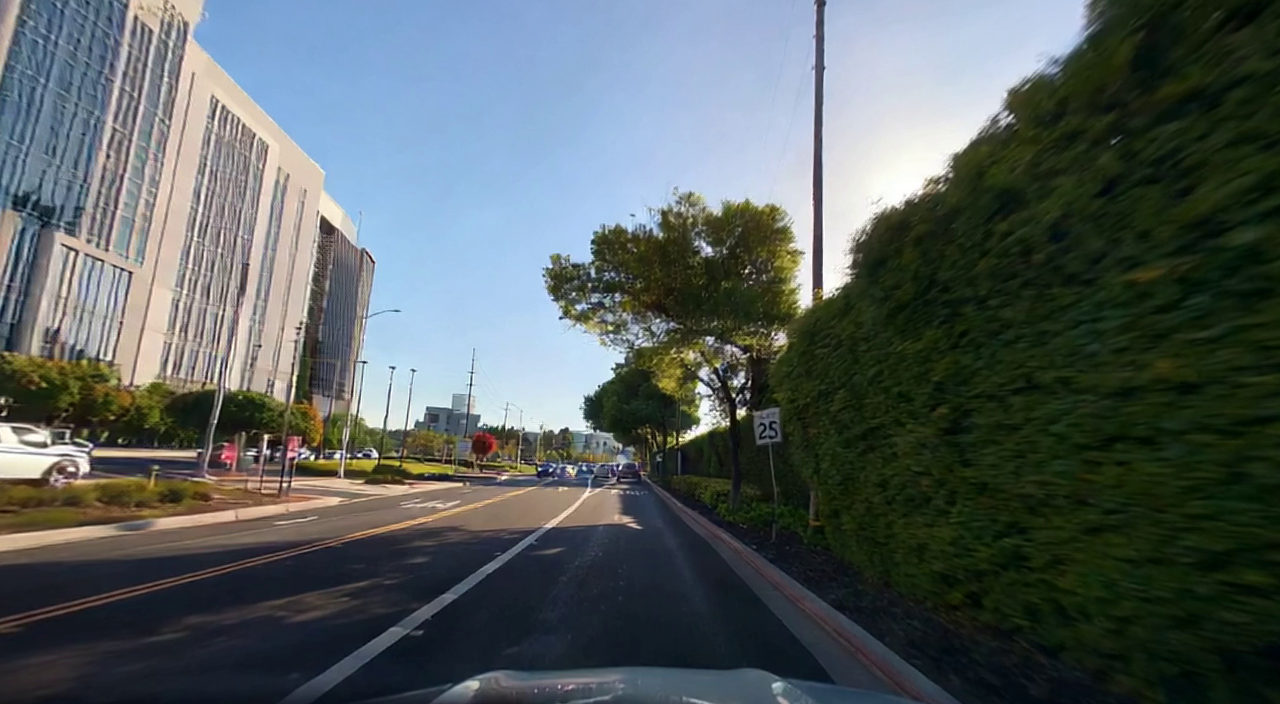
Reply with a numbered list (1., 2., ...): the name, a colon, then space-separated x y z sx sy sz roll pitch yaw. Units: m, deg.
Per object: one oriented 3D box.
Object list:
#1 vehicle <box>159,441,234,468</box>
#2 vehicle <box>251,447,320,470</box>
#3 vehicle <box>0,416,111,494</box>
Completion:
1. vehicle: -29.333 6.799 41.529 3.973 1.647 1.896 -3 -11 19
2. vehicle: -27.170 8.163 48.180 4.630 1.710 2.035 -4 -11 22
3. vehicle: -14.678 2.298 14.027 1.913 1.640 4.260 0 -10 1
